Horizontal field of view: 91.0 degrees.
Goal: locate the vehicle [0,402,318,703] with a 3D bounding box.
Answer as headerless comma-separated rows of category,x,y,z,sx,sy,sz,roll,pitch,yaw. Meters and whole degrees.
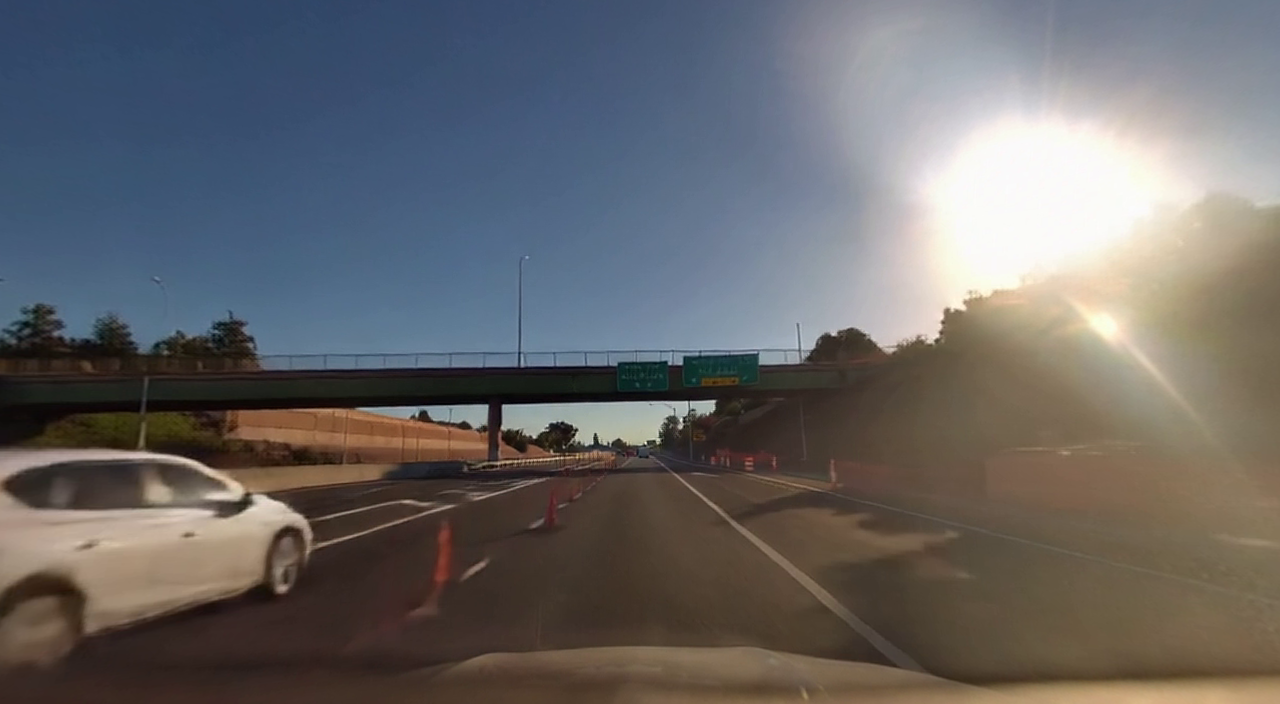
vehicle,-3.904,1.039,2.996,2.069,1.560,5.018,0,-9,0
